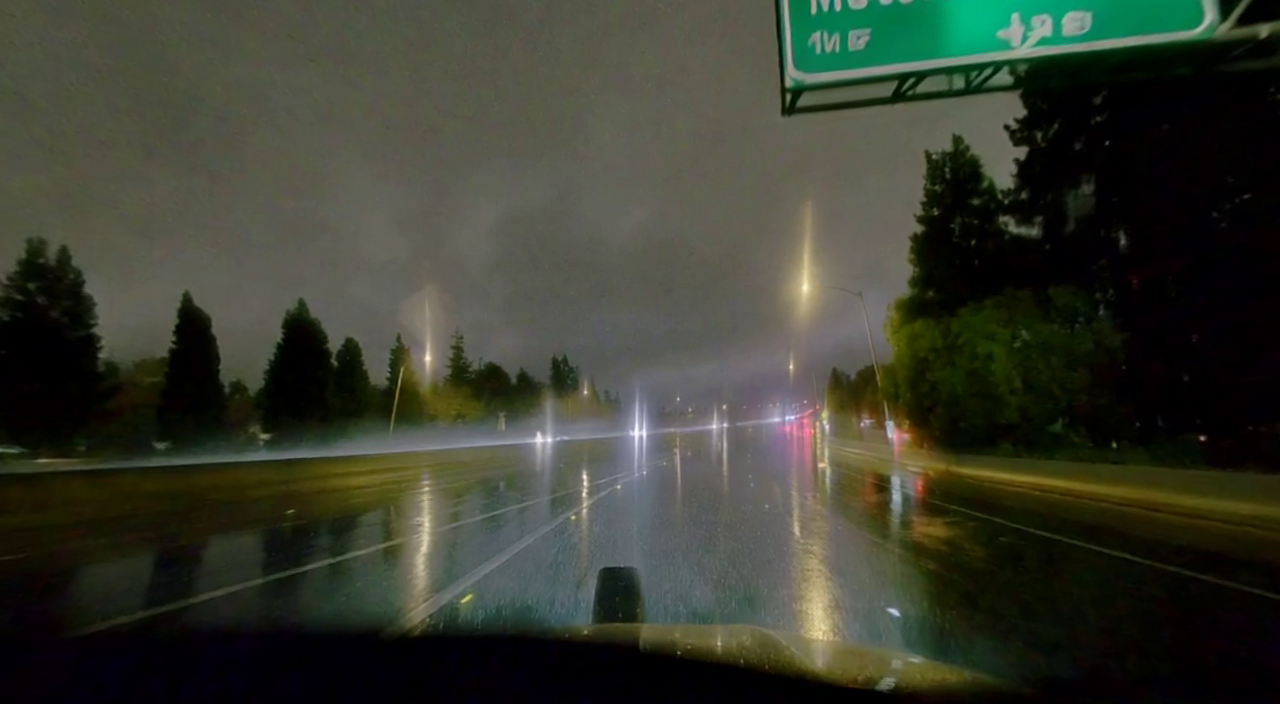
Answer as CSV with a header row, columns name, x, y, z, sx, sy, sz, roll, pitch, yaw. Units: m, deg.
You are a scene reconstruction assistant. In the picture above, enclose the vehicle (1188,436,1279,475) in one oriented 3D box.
name,x,y,z,sx,sy,sz,roll,pitch,yaw
vehicle,38.630,6.673,40.674,2.193,2.281,5.602,-3,-10,12
